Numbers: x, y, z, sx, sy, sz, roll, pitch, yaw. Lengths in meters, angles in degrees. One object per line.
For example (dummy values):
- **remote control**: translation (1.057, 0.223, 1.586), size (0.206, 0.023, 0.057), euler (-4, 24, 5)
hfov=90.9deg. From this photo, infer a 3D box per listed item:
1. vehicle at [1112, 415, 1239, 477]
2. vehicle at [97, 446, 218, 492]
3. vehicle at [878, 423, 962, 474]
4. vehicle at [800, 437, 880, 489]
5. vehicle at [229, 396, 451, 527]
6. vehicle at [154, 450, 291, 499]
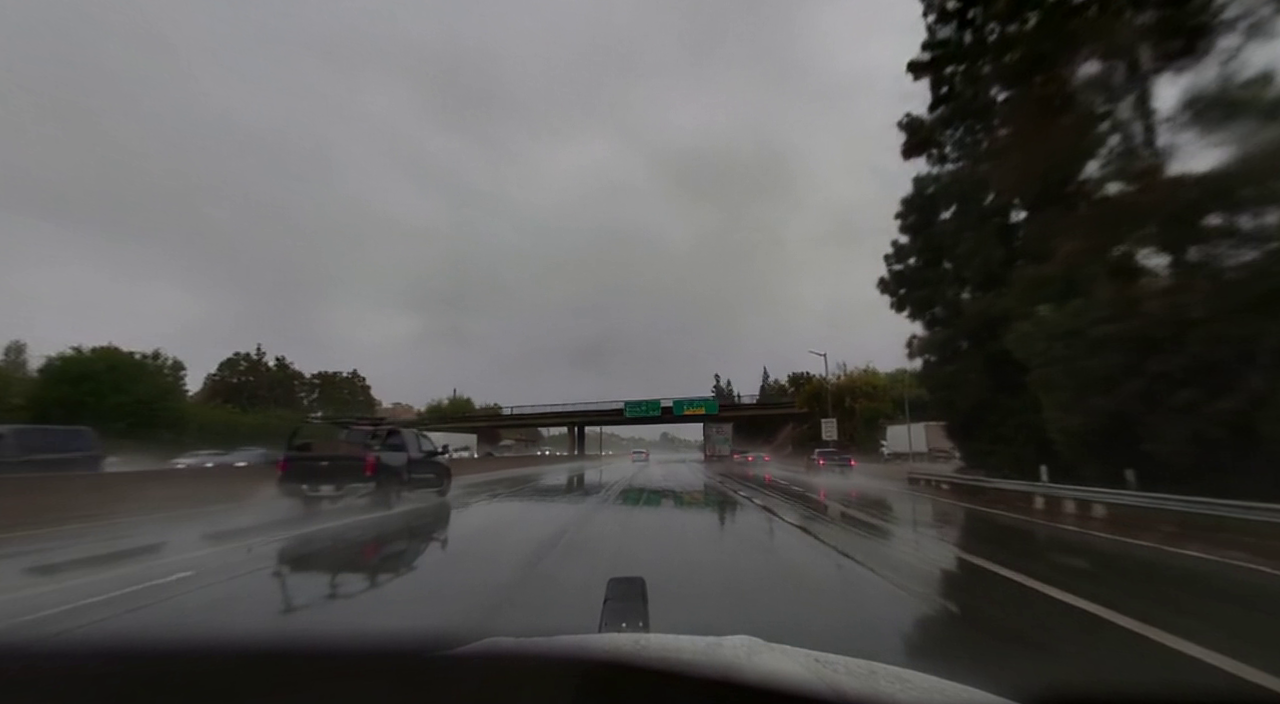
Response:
- **vehicle**: translation (35.648, 6.368, 42.688), size (3.045, 3.620, 10.905), euler (-4, -9, 22)
- **vehicle**: translation (-23.241, 5.605, 30.682), size (1.846, 1.998, 4.958), euler (0, -8, 1)
- **vehicle**: translation (21.350, 7.419, 48.742), size (3.022, 3.547, 8.645), euler (-1, -8, 4)
- **vehicle**: translation (8.228, 4.576, 26.363), size (2.146, 1.929, 4.388), euler (-1, -8, 4)
- **vehicle**: translation (-6.326, 2.400, 14.314), size (2.264, 2.379, 5.248), euler (0, -8, 2)
- **vehicle**: translation (-15.738, 4.596, 24.121), size (2.113, 1.640, 4.337), euler (0, -8, 2)
